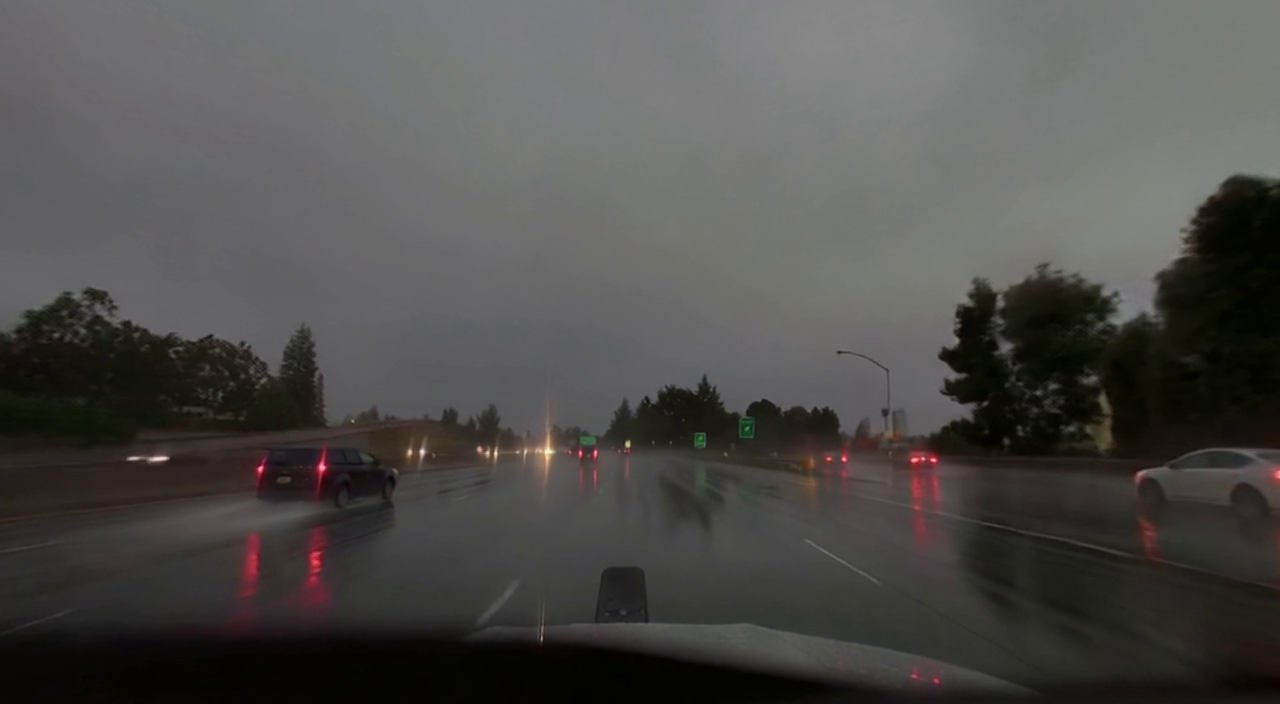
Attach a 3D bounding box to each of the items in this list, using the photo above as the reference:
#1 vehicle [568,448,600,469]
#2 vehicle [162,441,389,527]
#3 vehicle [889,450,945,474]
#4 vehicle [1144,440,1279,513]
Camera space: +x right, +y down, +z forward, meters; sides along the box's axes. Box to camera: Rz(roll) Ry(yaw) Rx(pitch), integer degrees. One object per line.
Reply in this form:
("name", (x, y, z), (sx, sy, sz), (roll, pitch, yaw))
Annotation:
("vehicle", (-4.020, 7.711, 45.962), (1.936, 1.465, 4.060), (0, -9, 0))
("vehicle", (-7.313, 2.662, 13.396), (2.038, 1.463, 4.656), (0, -9, 0))
("vehicle", (18.356, 7.266, 42.022), (1.950, 1.462, 4.391), (-1, -9, 3))
("vehicle", (14.777, 2.851, 14.789), (2.201, 1.535, 4.735), (-1, -9, 4))
